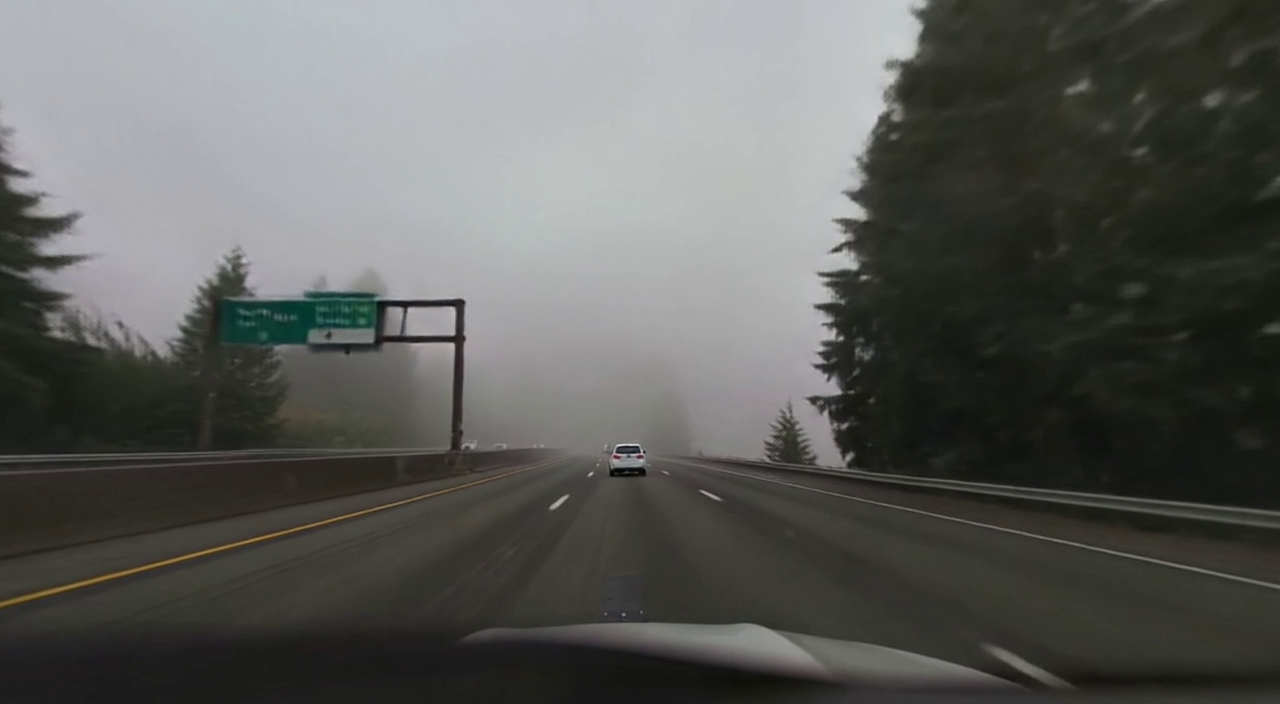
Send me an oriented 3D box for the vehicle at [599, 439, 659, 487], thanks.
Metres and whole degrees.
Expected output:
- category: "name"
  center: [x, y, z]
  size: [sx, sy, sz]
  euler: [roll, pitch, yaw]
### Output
- category: "vehicle"
  center: [-0.439, 3.992, 22.973]
  size: [2.011, 1.590, 3.607]
  euler: [0, -9, -3]
